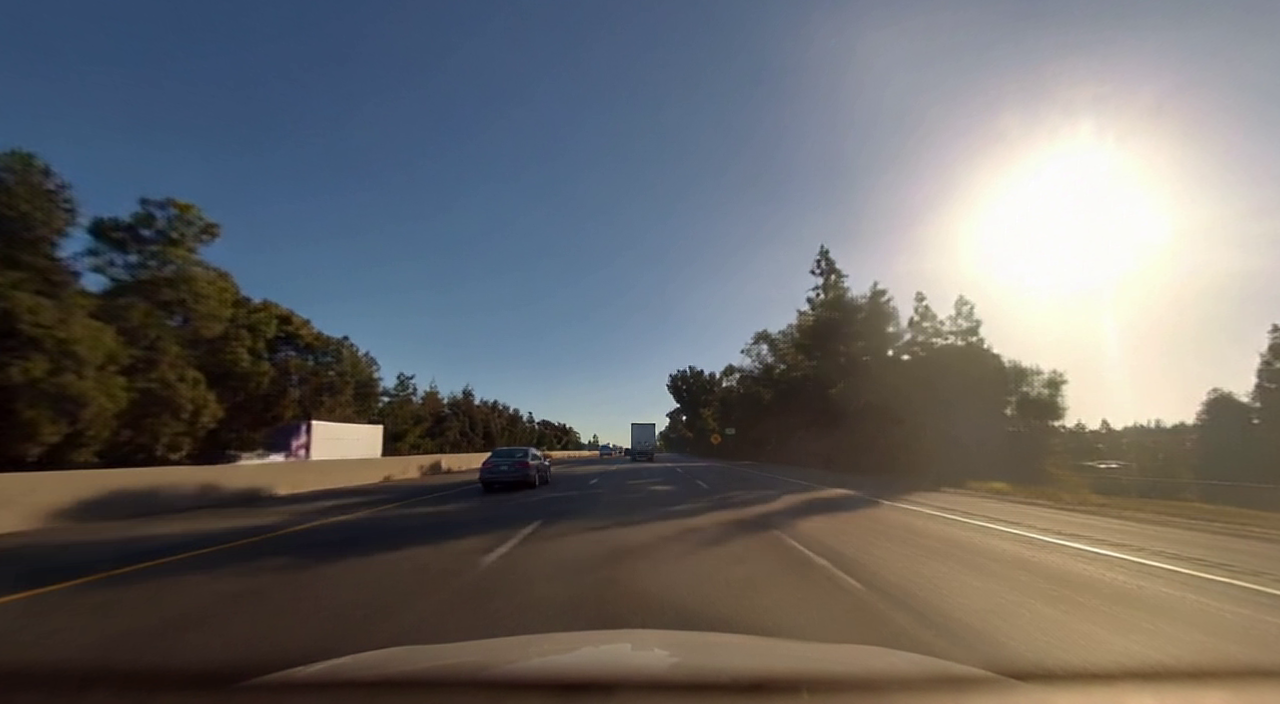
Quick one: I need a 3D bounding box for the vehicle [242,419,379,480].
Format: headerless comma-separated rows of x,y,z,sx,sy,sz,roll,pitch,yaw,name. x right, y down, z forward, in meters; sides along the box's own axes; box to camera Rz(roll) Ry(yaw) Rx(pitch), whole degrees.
-23.709,7.170,46.422,2.972,3.912,10.298,-2,-9,11,vehicle

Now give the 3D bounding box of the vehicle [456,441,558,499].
-3.909,3.574,19.490,1.999,1.533,4.870,-1,-9,1,vehicle

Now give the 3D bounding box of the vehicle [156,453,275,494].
-16.895,4.827,25.430,1.788,1.455,4.243,-1,-9,1,vehicle
